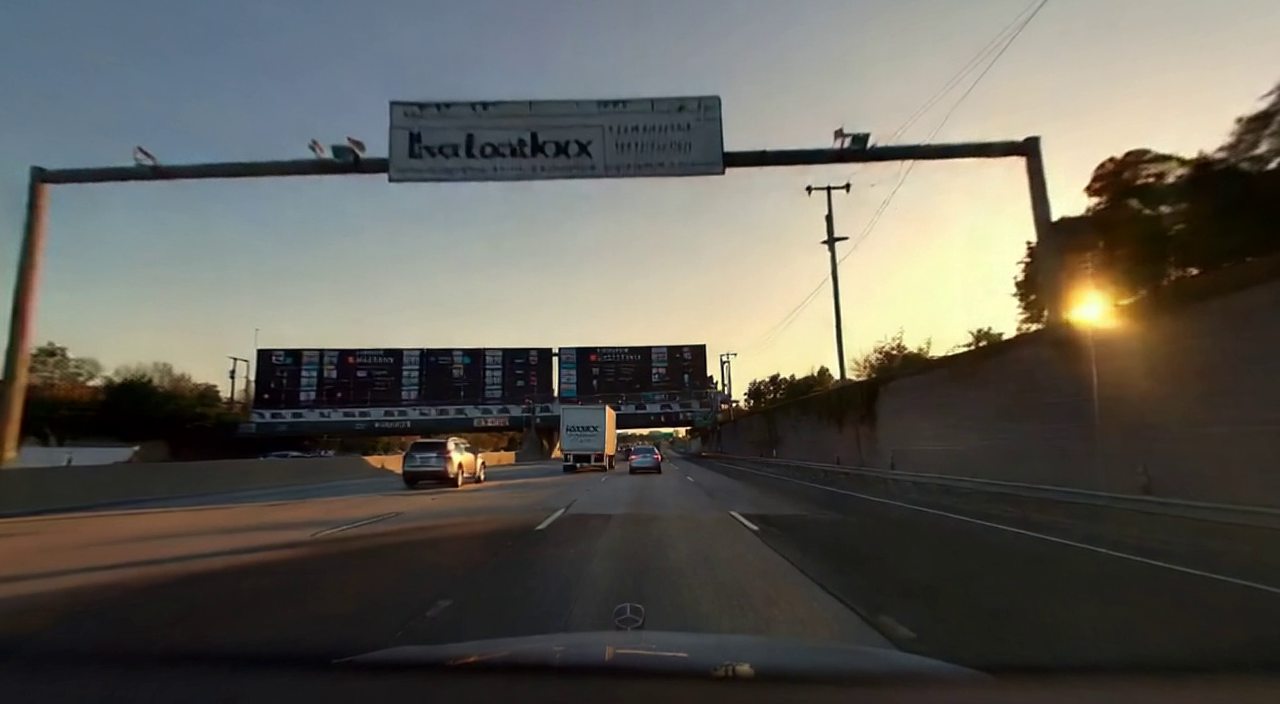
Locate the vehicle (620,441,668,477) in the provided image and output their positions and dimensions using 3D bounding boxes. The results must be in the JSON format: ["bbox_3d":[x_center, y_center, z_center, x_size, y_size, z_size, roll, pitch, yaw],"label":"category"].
[{"bbox_3d":[0.214,5.067,30.020,2.168,1.597,3.615,0,-9,1],"label":"vehicle"}]

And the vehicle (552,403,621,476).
[{"bbox_3d":[-2.710,4.882,34.840,2.794,3.460,8.595,-1,-9,2],"label":"vehicle"}]

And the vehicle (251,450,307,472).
[{"bbox_3d":[-26.596,8.000,46.585,1.756,1.501,4.035,0,-9,1],"label":"vehicle"}]

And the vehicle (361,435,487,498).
[{"bbox_3d":[-6.350,3.412,19.200,2.124,1.674,4.541,0,-9,1],"label":"vehicle"}]
